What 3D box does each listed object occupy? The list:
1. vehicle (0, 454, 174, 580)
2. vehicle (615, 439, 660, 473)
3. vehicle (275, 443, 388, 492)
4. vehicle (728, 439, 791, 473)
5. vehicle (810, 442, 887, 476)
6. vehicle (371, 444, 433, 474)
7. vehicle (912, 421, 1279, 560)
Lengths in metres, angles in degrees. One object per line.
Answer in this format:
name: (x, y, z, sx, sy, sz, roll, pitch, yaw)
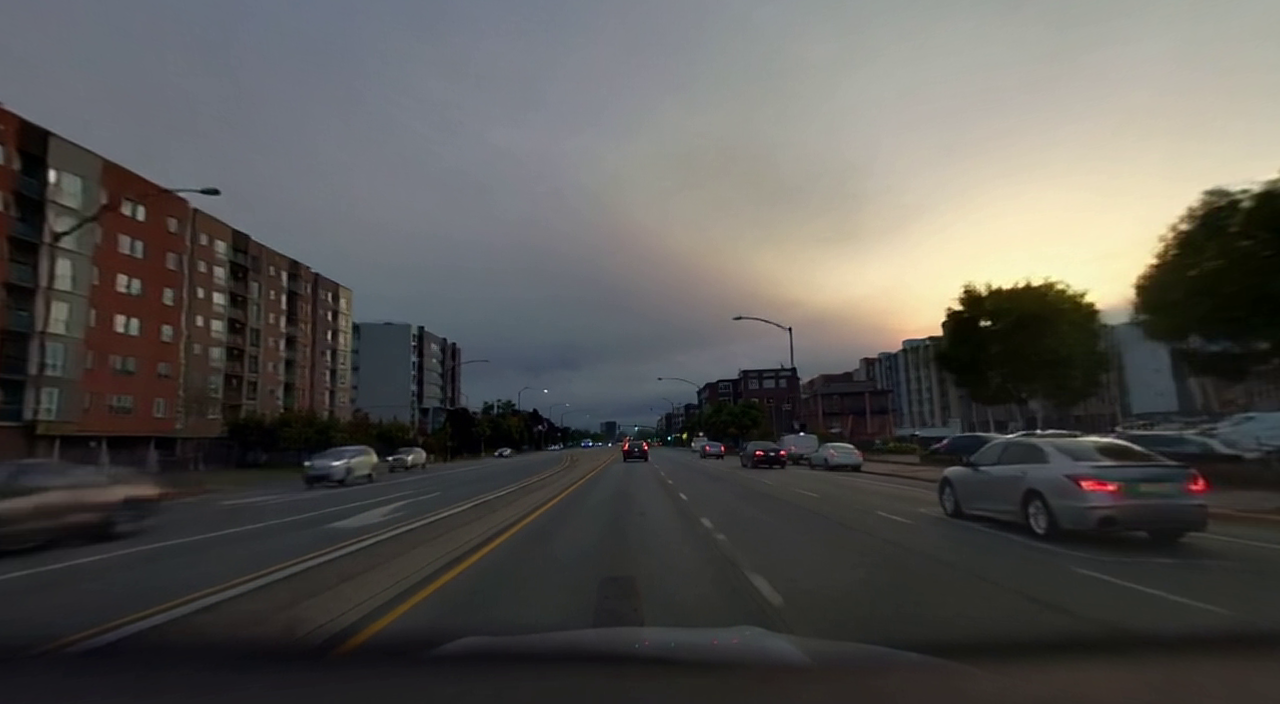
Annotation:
vehicle: (-8.386, 2.031, 7.905, 1.869, 1.419, 4.183, 0, -9, -1)
vehicle: (-0.147, 5.168, 31.519, 2.106, 1.553, 3.964, 0, -9, 0)
vehicle: (-11.753, 4.398, 24.421, 2.036, 1.697, 4.680, 0, -9, 0)
vehicle: (5.773, 5.071, 30.823, 2.154, 1.554, 4.149, 0, -9, -2)
vehicle: (9.972, 5.150, 30.542, 2.089, 1.508, 4.323, -1, -9, -2)
vehicle: (-15.410, 6.938, 40.999, 2.216, 1.797, 4.487, 0, -9, 0)
vehicle: (6.301, 1.948, 9.668, 2.121, 1.557, 4.898, 0, -9, 1)
